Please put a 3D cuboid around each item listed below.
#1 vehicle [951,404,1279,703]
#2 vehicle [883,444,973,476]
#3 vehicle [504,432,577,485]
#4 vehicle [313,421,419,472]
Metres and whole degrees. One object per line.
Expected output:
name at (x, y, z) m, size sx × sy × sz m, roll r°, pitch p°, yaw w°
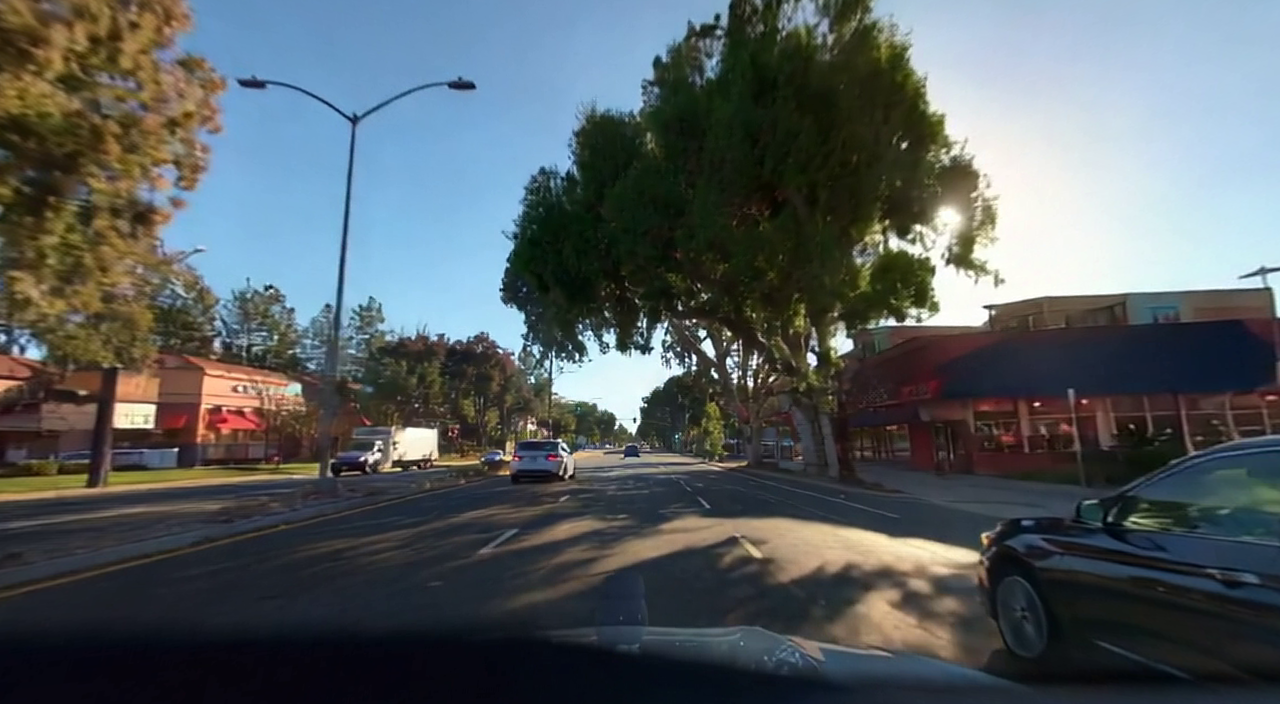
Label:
vehicle at (3.375, 0.950, 2.359) m, size 1.975 × 1.502 × 4.787 m, roll 0°, pitch -9°, yaw 0°
vehicle at (16.864, 6.354, 37.179) m, size 4.318 × 1.733 × 1.901 m, roll -1°, pitch -9°, yaw -1°
vehicle at (-3.634, 3.979, 23.889) m, size 1.997 × 1.806 × 4.500 m, roll 0°, pitch -9°, yaw 1°
vehicle at (-20.402, 7.181, 48.110) m, size 3.171 × 3.397 × 10.694 m, roll 0°, pitch -9°, yaw 1°
